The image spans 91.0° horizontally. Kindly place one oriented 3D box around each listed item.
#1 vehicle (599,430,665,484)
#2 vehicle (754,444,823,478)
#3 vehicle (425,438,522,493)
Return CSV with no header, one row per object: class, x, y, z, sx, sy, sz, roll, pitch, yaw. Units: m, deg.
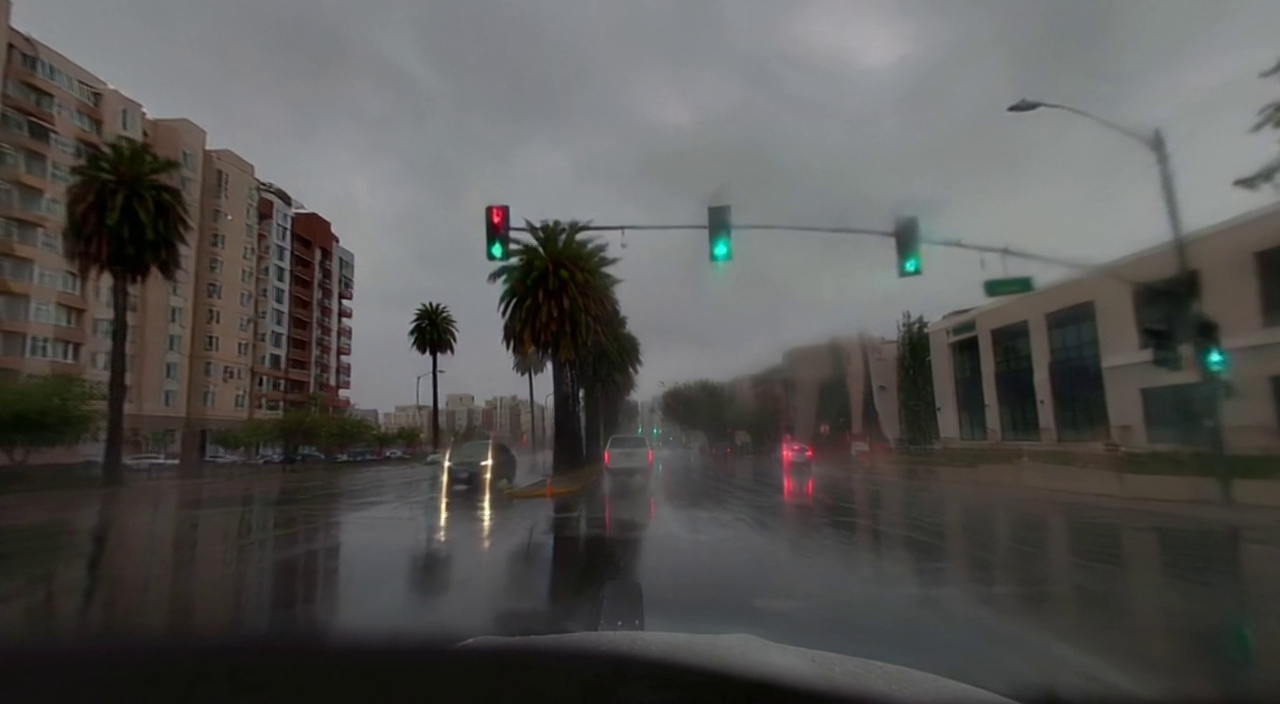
vehicle,-0.284,3.937,23.821,2.277,1.816,4.192,0,-8,0
vehicle,6.822,5.056,29.519,1.975,1.483,4.769,0,-8,-1
vehicle,-5.255,3.596,20.420,2.028,1.489,4.386,-3,-8,-1
